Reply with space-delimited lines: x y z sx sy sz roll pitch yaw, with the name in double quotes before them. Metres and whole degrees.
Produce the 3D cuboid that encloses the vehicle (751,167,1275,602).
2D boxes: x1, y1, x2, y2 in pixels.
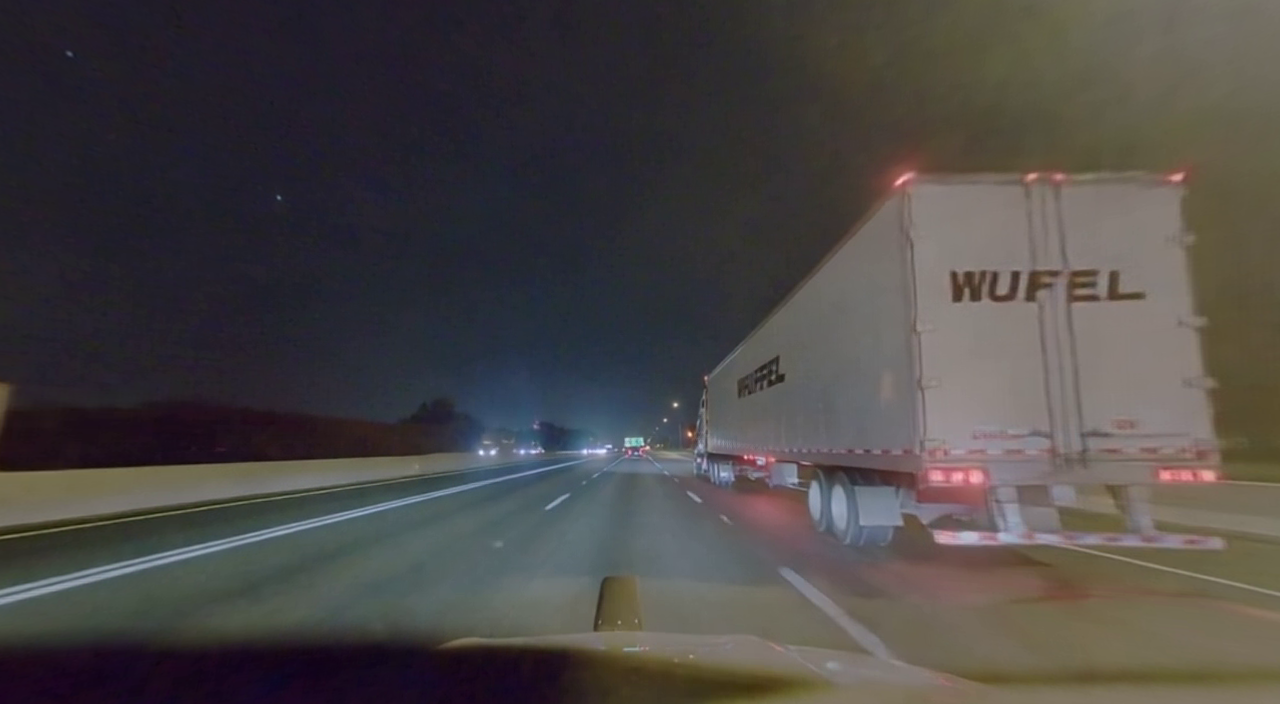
"vehicle" 4.068 0.856 10.031 2.869 4.013 8.610 0 -9 -1
